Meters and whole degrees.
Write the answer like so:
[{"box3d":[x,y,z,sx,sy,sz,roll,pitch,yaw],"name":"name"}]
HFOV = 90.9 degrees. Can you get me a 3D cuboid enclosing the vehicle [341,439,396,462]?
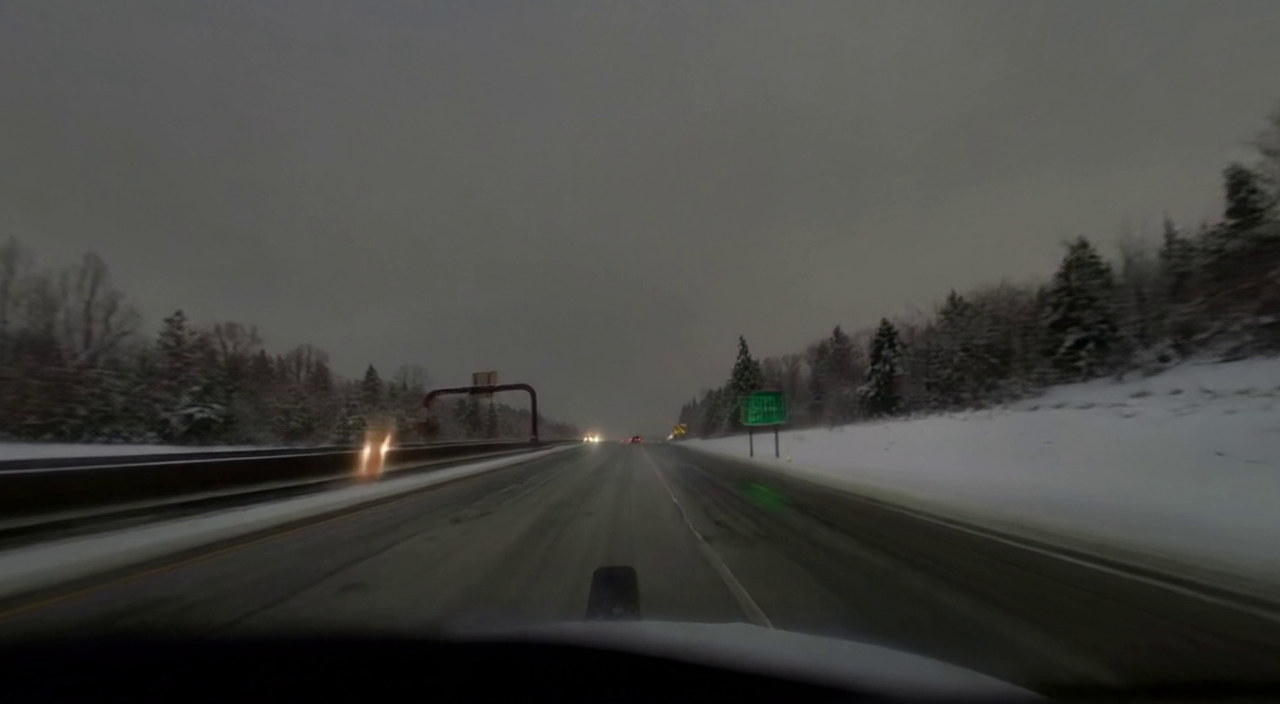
[{"box3d":[-18.378,6.653,42.816,1.897,1.470,4.083,0,-8,0],"name":"vehicle"}]
